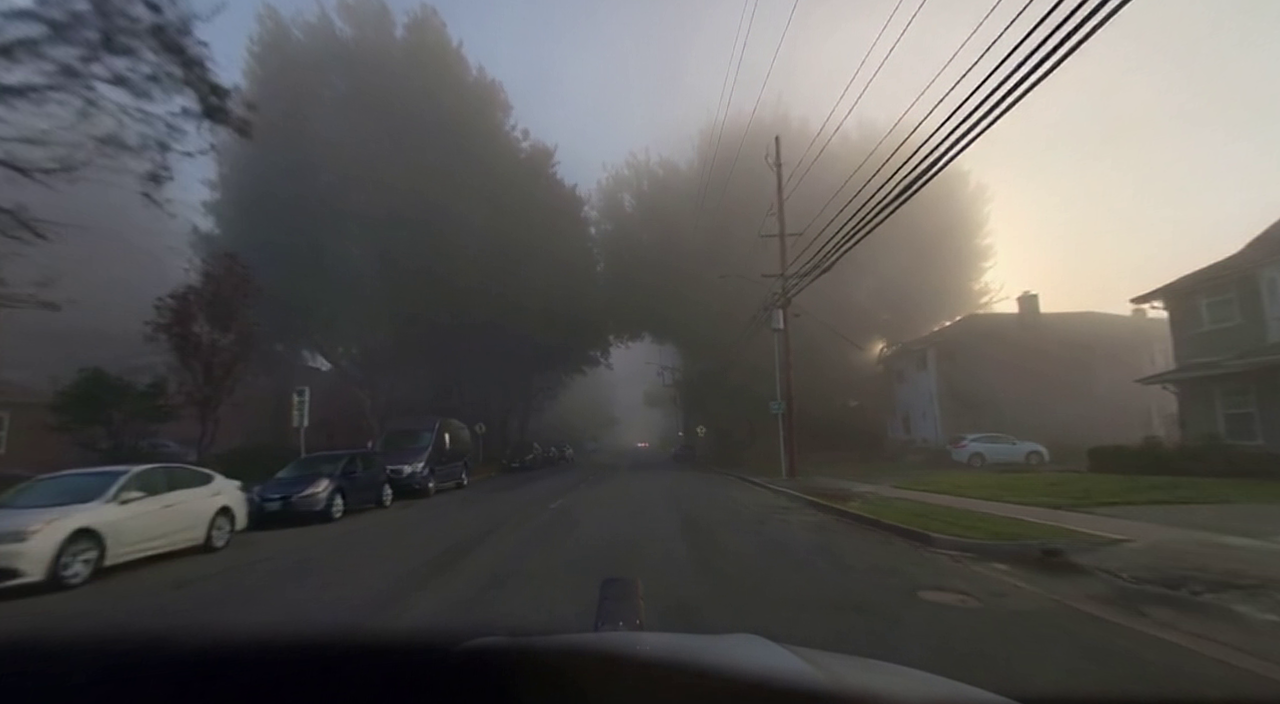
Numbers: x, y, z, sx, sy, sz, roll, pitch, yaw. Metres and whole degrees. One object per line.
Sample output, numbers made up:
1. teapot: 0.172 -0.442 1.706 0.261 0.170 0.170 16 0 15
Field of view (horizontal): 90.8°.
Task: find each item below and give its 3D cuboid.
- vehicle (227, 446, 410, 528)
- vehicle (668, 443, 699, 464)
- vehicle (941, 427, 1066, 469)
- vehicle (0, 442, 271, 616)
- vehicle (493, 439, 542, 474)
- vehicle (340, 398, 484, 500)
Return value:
1. vehicle: -6.735 2.863 13.850 1.846 1.427 4.260 -1 -10 -1
2. vehicle: 3.247 7.697 48.014 1.869 1.453 4.237 0 -9 -2
3. vehicle: 16.012 4.273 27.976 4.275 1.645 1.874 -2 -10 1
4. vehicle: -6.501 1.867 7.416 1.858 1.476 4.262 -1 -9 -2
5. vehicle: -6.832 5.872 35.696 1.963 1.820 4.297 0 -8 -1
6. vehicle: -6.865 3.088 19.985 2.439 2.724 5.647 -1 -10 0
